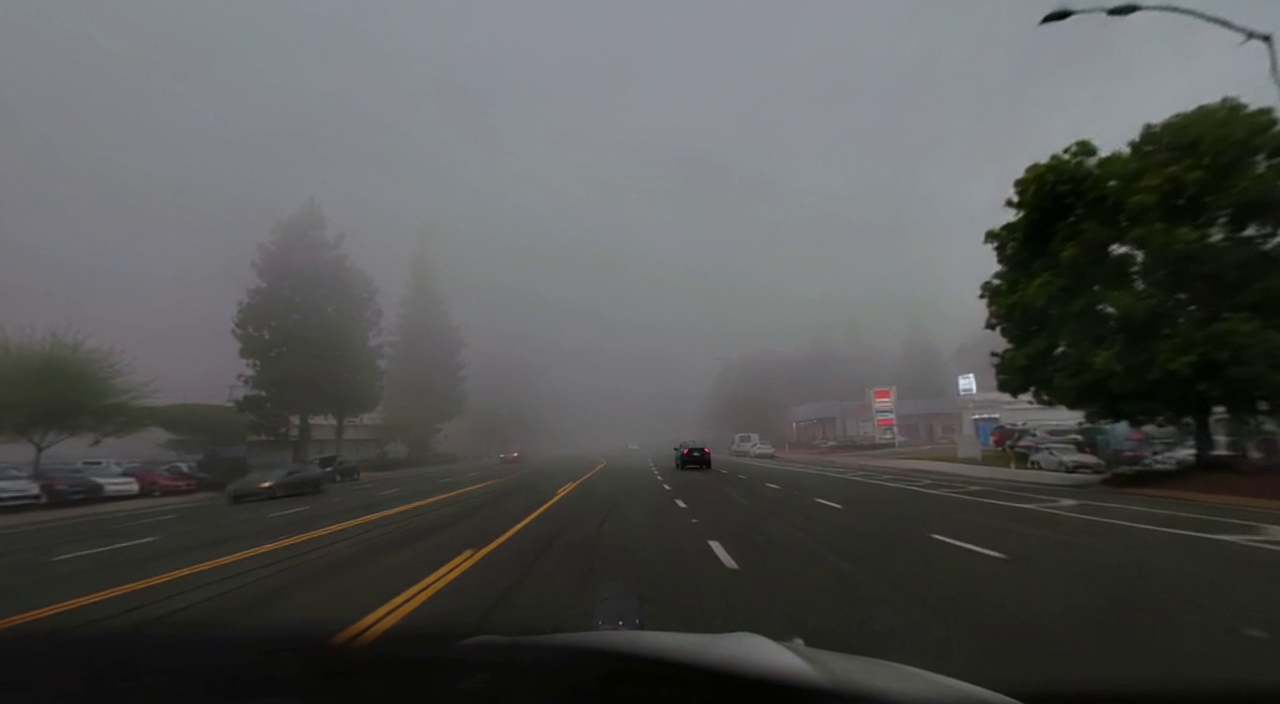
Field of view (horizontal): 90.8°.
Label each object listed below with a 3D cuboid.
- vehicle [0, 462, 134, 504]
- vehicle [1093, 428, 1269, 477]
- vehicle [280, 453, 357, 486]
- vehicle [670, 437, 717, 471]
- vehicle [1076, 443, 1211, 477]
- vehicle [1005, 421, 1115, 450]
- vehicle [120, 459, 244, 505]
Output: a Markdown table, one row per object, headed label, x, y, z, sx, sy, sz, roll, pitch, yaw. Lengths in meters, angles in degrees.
| label | x | y | z | sx | sy | sz | roll | pitch | yaw |
| --- | --- | --- | --- | --- | --- | --- | --- | --- | --- |
| vehicle | -24.057 | 5.418 | 26.451 | 1.831 | 1.452 | 4.727 | 0 | -9 | -1 |
| vehicle | 25.814 | 4.809 | 30.454 | 2.185 | 2.098 | 5.912 | 6 | -11 | -36 |
| vehicle | -18.153 | 6.625 | 35.924 | 2.045 | 1.727 | 4.503 | 0 | -9 | -1 |
| vehicle | 2.680 | 5.256 | 32.776 | 1.957 | 1.643 | 4.226 | 0 | -9 | -2 |
| vehicle | 23.172 | 4.971 | 29.239 | 1.777 | 1.432 | 4.487 | 7 | -11 | -37 |
| vehicle | 30.328 | 6.112 | 45.821 | 2.102 | 1.965 | 6.159 | 7 | -11 | -37 |
| vehicle | -17.990 | 5.088 | 25.111 | 1.858 | 1.600 | 4.118 | 0 | -9 | -1 |
